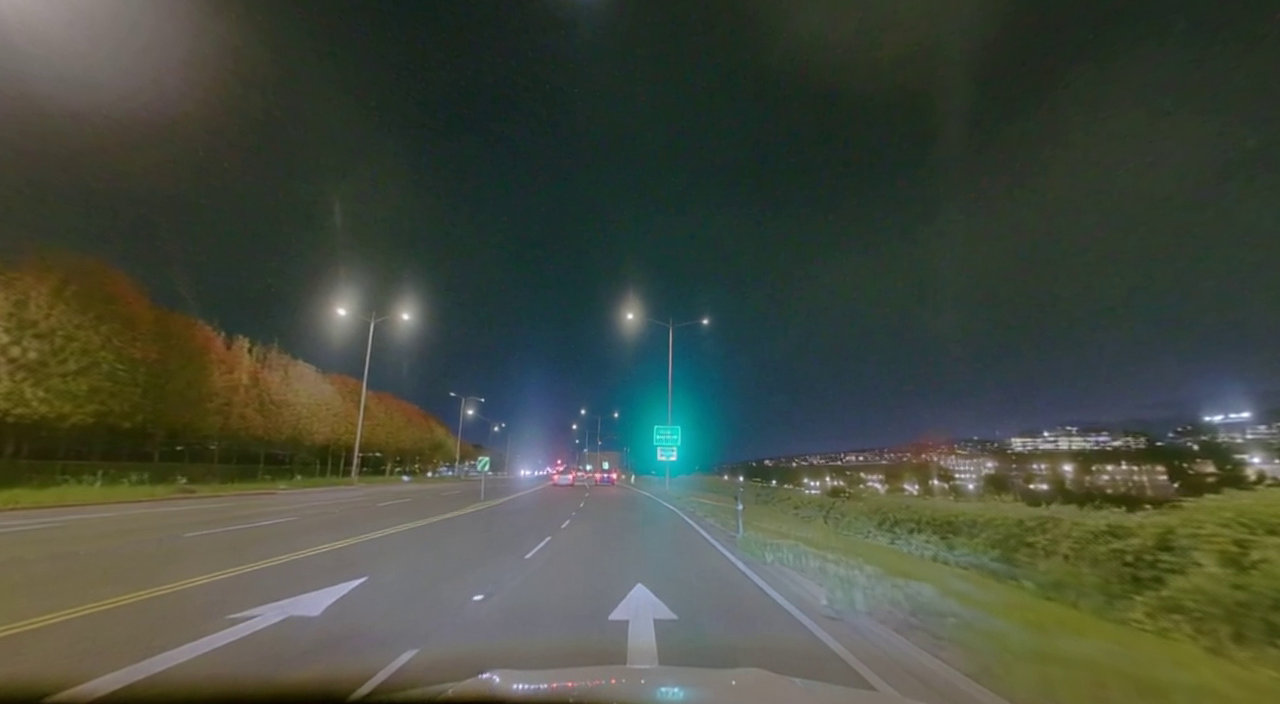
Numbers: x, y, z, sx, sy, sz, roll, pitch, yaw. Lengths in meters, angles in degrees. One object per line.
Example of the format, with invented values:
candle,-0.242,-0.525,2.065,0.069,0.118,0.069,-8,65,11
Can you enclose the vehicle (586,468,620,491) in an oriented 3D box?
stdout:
vehicle,-2.660,8.976,44.582,2.129,1.471,4.258,2,-10,-6
